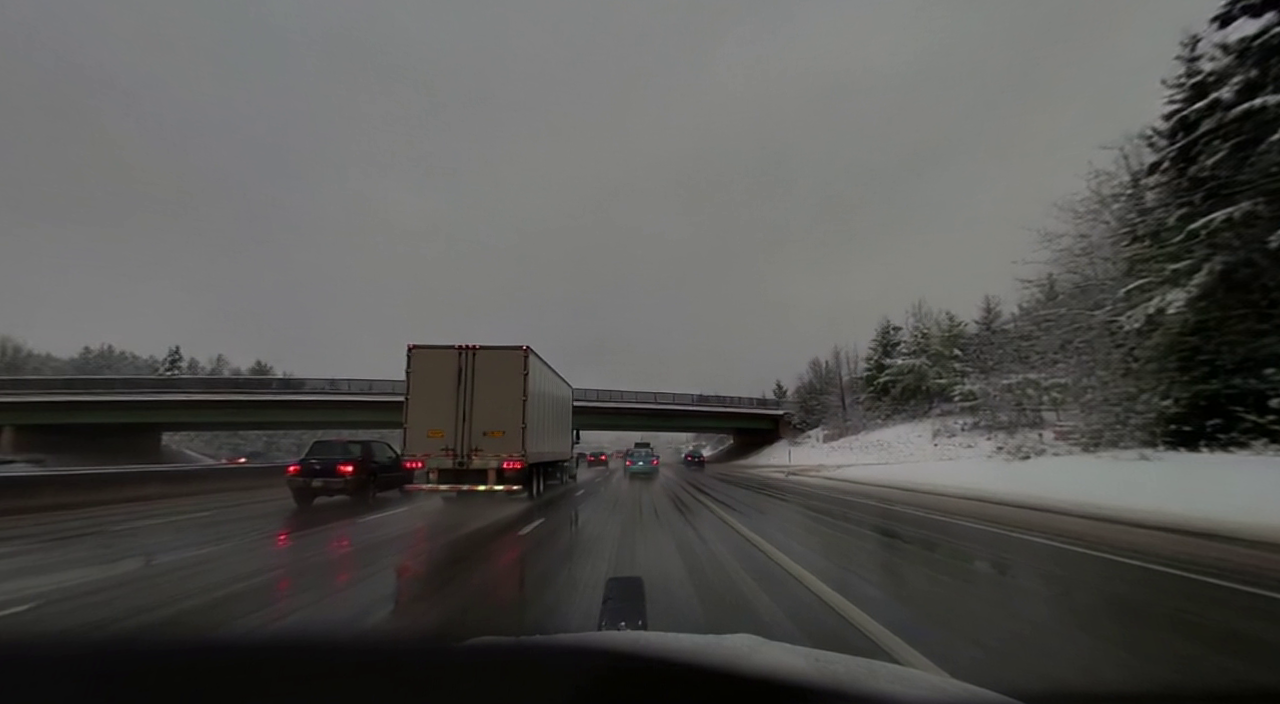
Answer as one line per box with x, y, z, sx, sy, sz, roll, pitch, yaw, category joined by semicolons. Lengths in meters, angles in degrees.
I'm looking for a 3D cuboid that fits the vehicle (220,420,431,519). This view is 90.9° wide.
-7.493;2.870;16.081;2.309;2.007;5.974;0;-8;0;vehicle

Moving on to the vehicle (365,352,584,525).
-3.631;2.434;17.580;3.075;3.276;11.073;0;-8;0;vehicle

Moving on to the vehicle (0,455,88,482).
-45.314;8.786;47.784;2.114;1.860;5.237;0;-8;0;vehicle

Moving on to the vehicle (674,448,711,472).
3.481;7.211;42.421;2.003;1.465;4.092;0;-8;-2;vehicle

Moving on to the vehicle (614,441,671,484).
0.035;4.704;27.201;2.270;1.696;4.061;0;-8;-2;vehicle
